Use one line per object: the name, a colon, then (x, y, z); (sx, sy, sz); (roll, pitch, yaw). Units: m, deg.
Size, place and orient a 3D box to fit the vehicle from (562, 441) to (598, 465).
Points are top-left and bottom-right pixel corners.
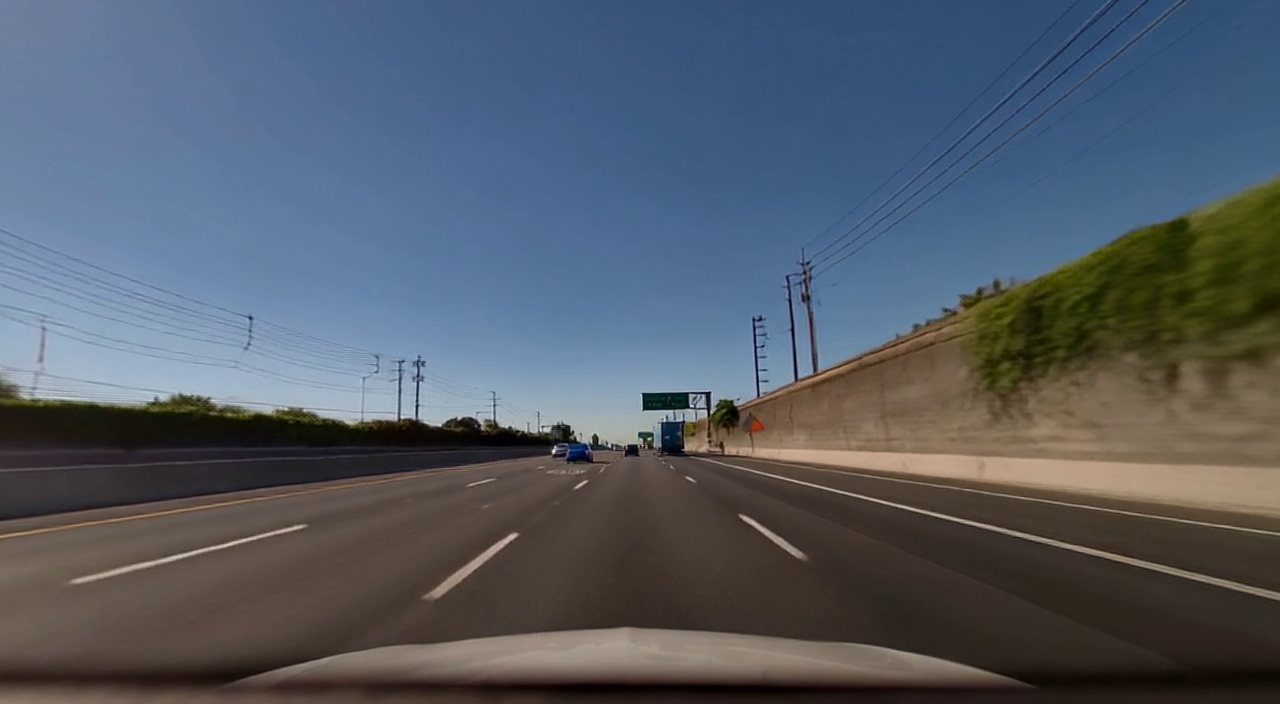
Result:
vehicle: (-3.970, 6.770, 42.396); (2.009, 1.533, 4.175); (0, -9, 0)
